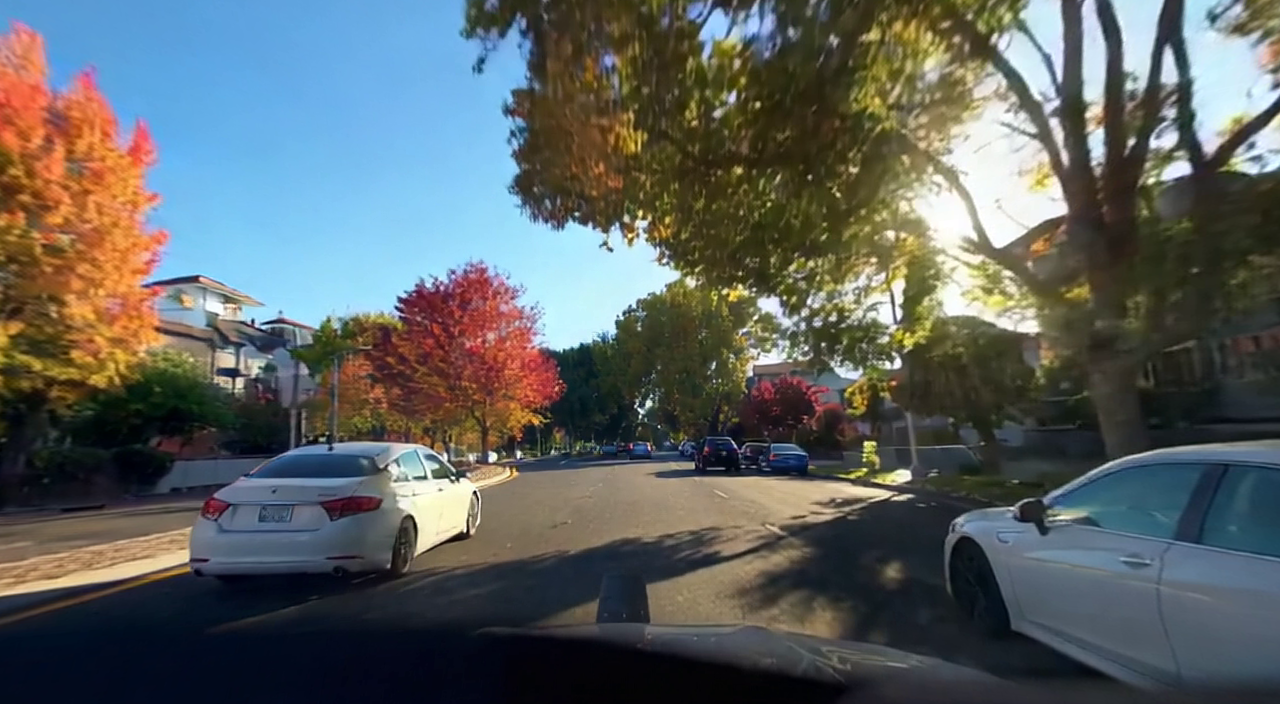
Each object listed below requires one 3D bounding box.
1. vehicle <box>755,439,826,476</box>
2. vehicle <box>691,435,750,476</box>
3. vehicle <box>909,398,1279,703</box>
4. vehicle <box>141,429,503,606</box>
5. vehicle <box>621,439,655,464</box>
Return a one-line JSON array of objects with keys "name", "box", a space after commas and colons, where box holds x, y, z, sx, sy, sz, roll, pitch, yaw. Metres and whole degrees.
[{"name": "vehicle", "box": [7.103, 5.023, 30.195, 2.114, 1.628, 4.932, 0, -8, -1]}, {"name": "vehicle", "box": [3.575, 4.682, 28.706, 2.019, 1.675, 4.488, 0, -8, -1]}, {"name": "vehicle", "box": [3.206, 0.990, 2.757, 2.060, 1.474, 4.475, 0, -8, 0]}, {"name": "vehicle", "box": [-3.205, 1.736, 7.664, 1.997, 1.479, 4.547, 0, -8, 1]}, {"name": "vehicle", "box": [-0.144, 7.052, 44.834, 2.293, 1.662, 4.262, 0, -8, 0]}]
